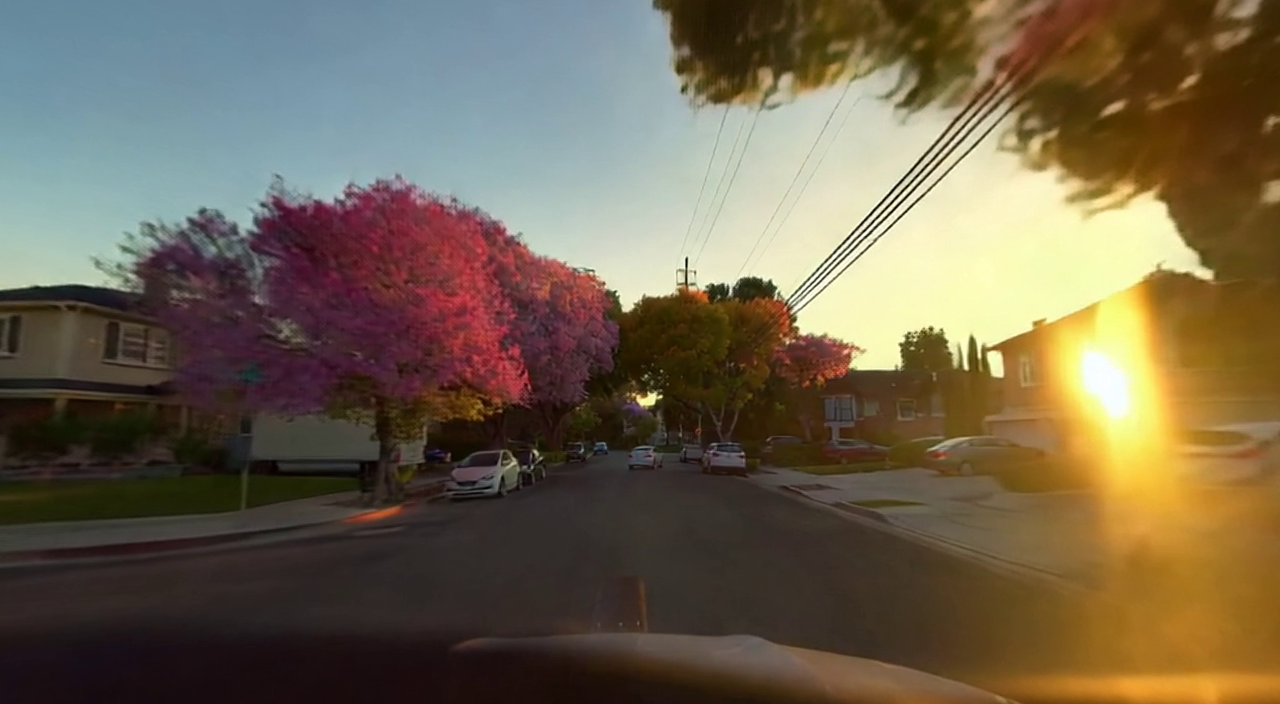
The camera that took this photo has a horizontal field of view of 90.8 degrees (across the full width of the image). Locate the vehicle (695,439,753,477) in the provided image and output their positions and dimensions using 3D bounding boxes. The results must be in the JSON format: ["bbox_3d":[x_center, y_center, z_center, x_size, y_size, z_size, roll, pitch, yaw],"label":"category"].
[{"bbox_3d":[3.894,4.999,30.069,2.103,1.679,4.386,0,-8,-1],"label":"vehicle"}]

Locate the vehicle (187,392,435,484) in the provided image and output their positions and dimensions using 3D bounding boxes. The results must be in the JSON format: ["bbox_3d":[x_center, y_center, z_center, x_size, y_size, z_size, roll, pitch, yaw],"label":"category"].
[{"bbox_3d":[-13.001,3.489,25.527,8.239,3.354,2.902,1,-9,1],"label":"vehicle"}]

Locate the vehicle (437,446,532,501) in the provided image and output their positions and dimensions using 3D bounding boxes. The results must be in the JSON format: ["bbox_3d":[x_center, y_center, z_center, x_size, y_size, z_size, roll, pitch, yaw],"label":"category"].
[{"bbox_3d":[-4.826,3.811,20.316,1.874,1.413,4.442,0,-7,0],"label":"vehicle"}]

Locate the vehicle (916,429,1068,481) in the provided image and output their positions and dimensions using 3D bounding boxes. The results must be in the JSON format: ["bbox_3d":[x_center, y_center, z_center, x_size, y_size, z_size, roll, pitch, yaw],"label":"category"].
[{"bbox_3d":[12.403,3.647,22.518,4.186,1.748,1.992,0,-8,1],"label":"vehicle"}]

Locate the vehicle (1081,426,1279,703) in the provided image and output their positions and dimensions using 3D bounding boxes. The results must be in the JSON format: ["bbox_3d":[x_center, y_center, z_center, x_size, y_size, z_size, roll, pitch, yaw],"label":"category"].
[{"bbox_3d":[4.255,1.036,2.425,2.058,1.535,4.323,0,-8,1],"label":"vehicle"}]

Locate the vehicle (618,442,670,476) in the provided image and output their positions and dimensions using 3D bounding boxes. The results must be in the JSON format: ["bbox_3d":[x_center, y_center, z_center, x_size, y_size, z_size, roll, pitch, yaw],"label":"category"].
[{"bbox_3d":[0.289,4.924,29.388,2.075,1.449,4.526,-1,-8,5],"label":"vehicle"}]
